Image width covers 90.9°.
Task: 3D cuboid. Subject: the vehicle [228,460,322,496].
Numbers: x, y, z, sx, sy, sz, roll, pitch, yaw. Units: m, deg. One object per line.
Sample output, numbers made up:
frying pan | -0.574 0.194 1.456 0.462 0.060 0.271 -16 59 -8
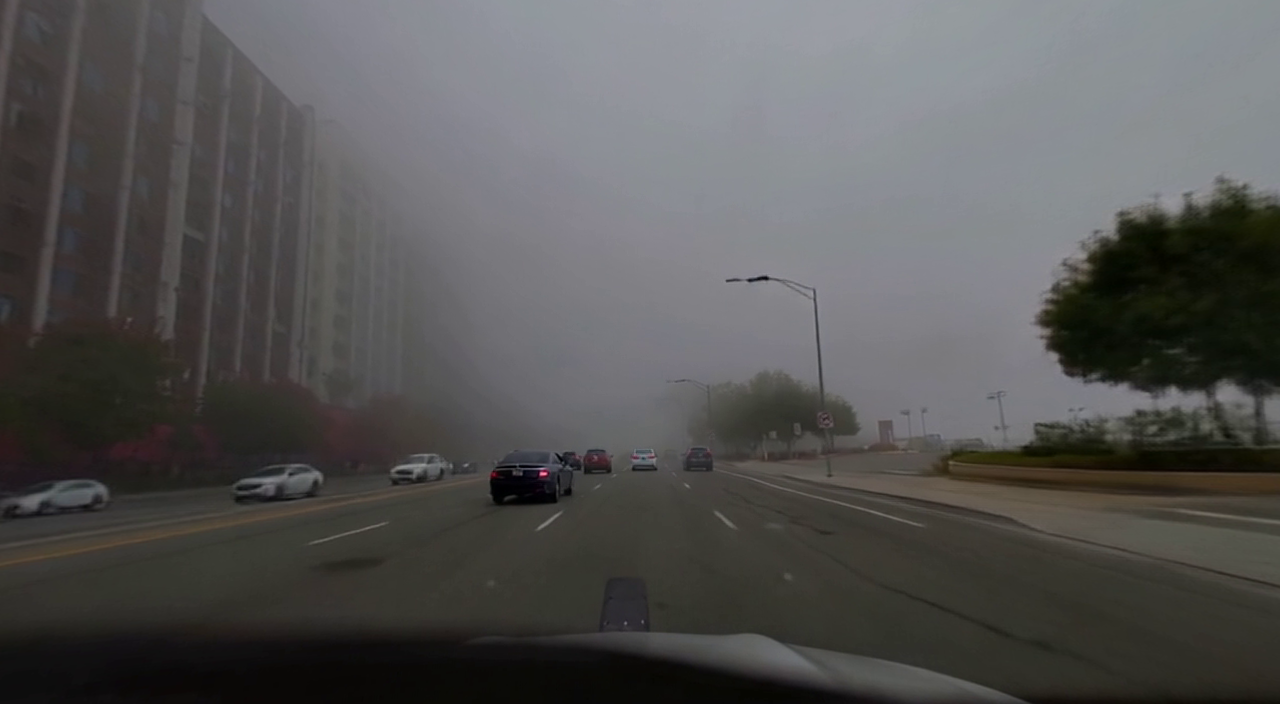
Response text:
vehicle | -17.370 5.987 30.237 1.870 1.511 4.358 0 -9 0

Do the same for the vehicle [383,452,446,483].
vehicle | -13.666 7.000 38.495 2.096 1.721 4.628 0 -9 1

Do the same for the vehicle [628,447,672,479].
vehicle | 0.488 5.656 32.368 2.147 1.507 3.953 0 -9 0

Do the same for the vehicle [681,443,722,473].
vehicle | 3.821 6.719 40.075 2.108 1.785 4.334 0 -9 -1

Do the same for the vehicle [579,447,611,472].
vehicle | -3.250 7.892 46.539 2.168 1.719 4.283 0 -9 -2

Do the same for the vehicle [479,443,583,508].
vehicle | -2.767 3.244 17.103 1.908 1.505 4.369 -1 -9 2

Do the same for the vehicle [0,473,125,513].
vehicle | -27.024 6.501 29.395 1.875 1.467 4.747 0 -9 1
